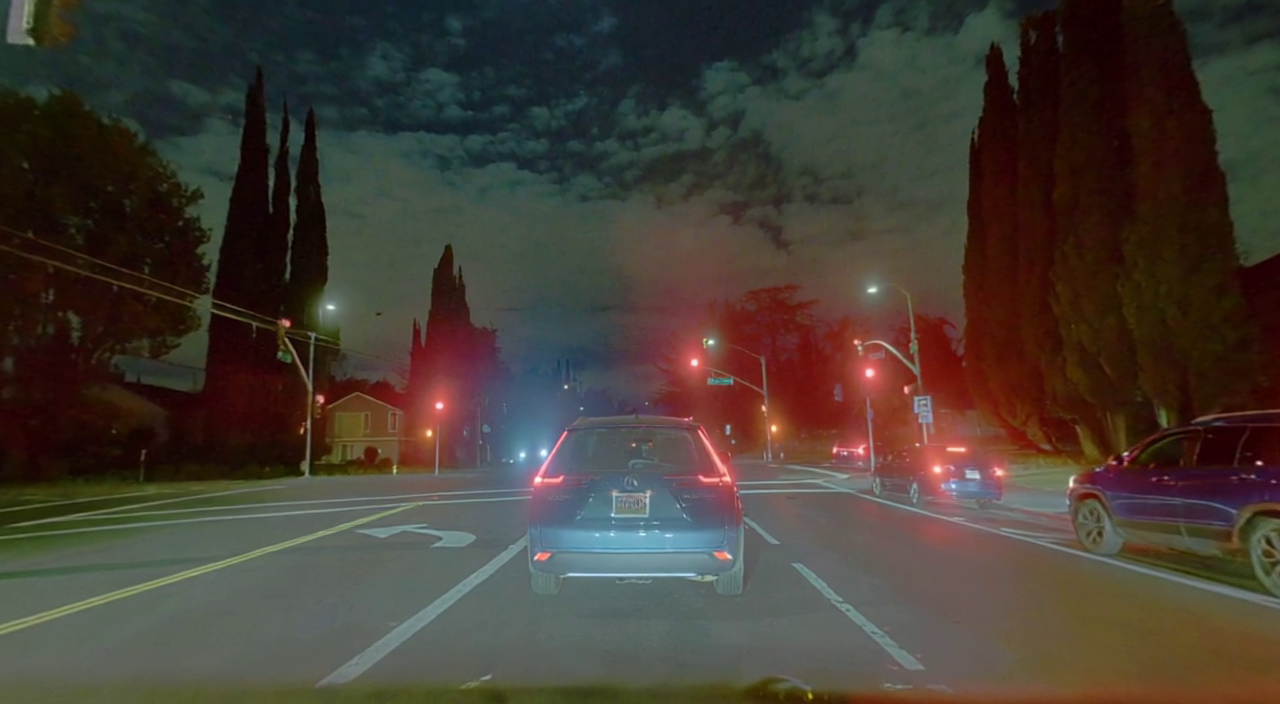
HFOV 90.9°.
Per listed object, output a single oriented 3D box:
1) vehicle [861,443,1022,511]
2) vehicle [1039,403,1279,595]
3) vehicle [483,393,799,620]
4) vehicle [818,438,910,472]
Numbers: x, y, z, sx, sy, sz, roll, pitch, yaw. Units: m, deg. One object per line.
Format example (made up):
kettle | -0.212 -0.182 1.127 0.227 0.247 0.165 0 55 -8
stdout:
vehicle | 7.277 3.011 15.818 1.860 1.436 4.479 0 -8 0
vehicle | 7.016 1.546 7.049 1.989 1.791 4.735 0 -8 0
vehicle | 0.035 1.461 6.904 2.322 1.667 4.367 0 -8 1
vehicle | 11.177 5.069 31.306 4.755 1.527 2.077 7 -11 -40
